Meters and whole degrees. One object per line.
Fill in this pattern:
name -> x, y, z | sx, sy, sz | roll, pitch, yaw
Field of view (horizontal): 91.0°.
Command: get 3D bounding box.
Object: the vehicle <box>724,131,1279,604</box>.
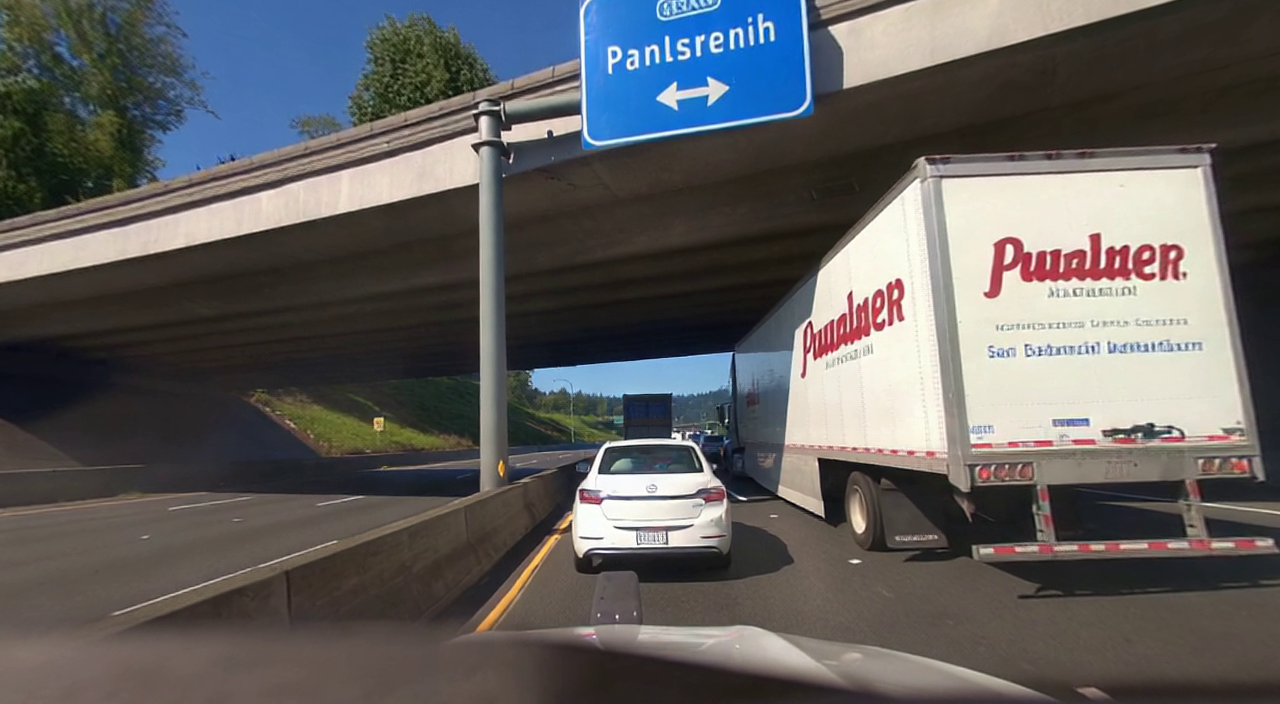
vehicle -> 4.222, 1.019, 12.501 | 2.827, 4.081, 14.305 | 0, -8, -1

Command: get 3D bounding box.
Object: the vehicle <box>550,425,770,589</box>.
vehicle -> 0.170, 1.705, 7.726 | 2.045, 1.490, 3.597 | -1, -8, 0
